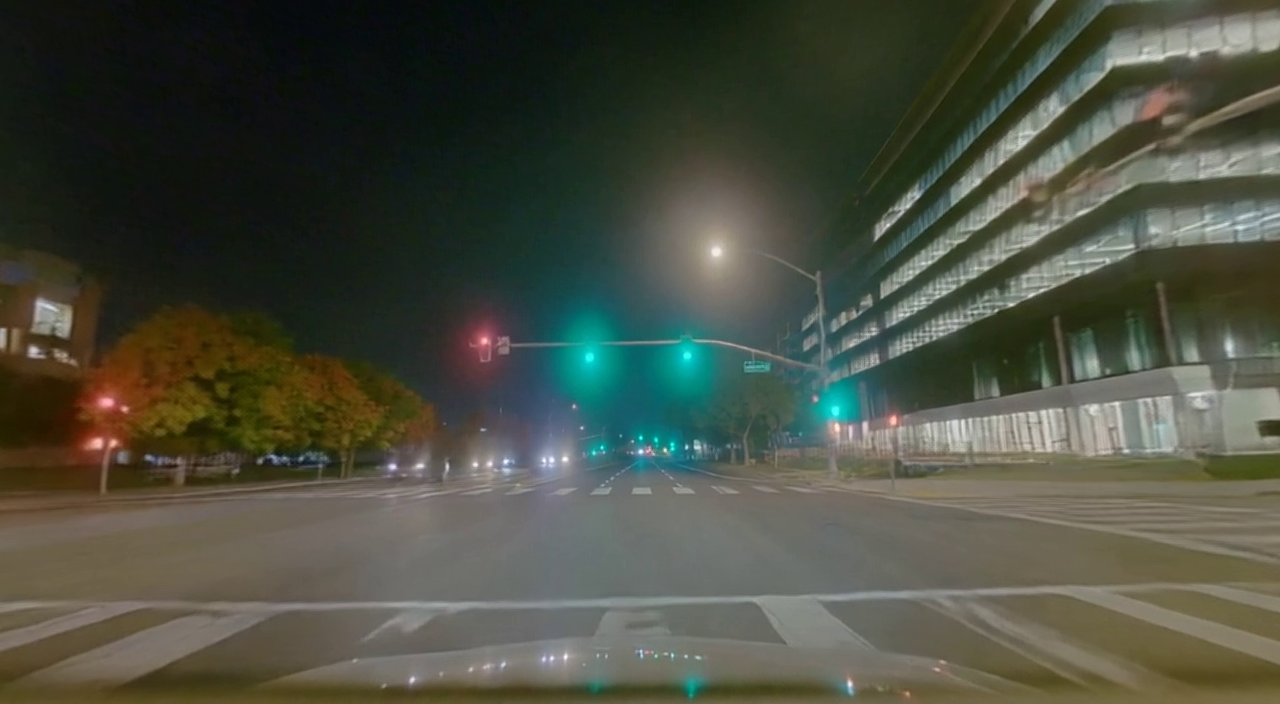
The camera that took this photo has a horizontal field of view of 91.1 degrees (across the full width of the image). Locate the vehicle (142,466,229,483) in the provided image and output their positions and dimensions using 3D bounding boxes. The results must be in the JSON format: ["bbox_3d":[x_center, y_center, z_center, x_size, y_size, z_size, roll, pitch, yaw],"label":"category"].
[{"bbox_3d":[-30.548,8.239,42.254,4.611,1.021,1.473,1,-8,-4],"label":"vehicle"}]

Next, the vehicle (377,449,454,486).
[{"bbox_3d":[-11.528,5.936,32.640,2.069,1.673,4.853,-1,-8,1],"label":"vehicle"}]
